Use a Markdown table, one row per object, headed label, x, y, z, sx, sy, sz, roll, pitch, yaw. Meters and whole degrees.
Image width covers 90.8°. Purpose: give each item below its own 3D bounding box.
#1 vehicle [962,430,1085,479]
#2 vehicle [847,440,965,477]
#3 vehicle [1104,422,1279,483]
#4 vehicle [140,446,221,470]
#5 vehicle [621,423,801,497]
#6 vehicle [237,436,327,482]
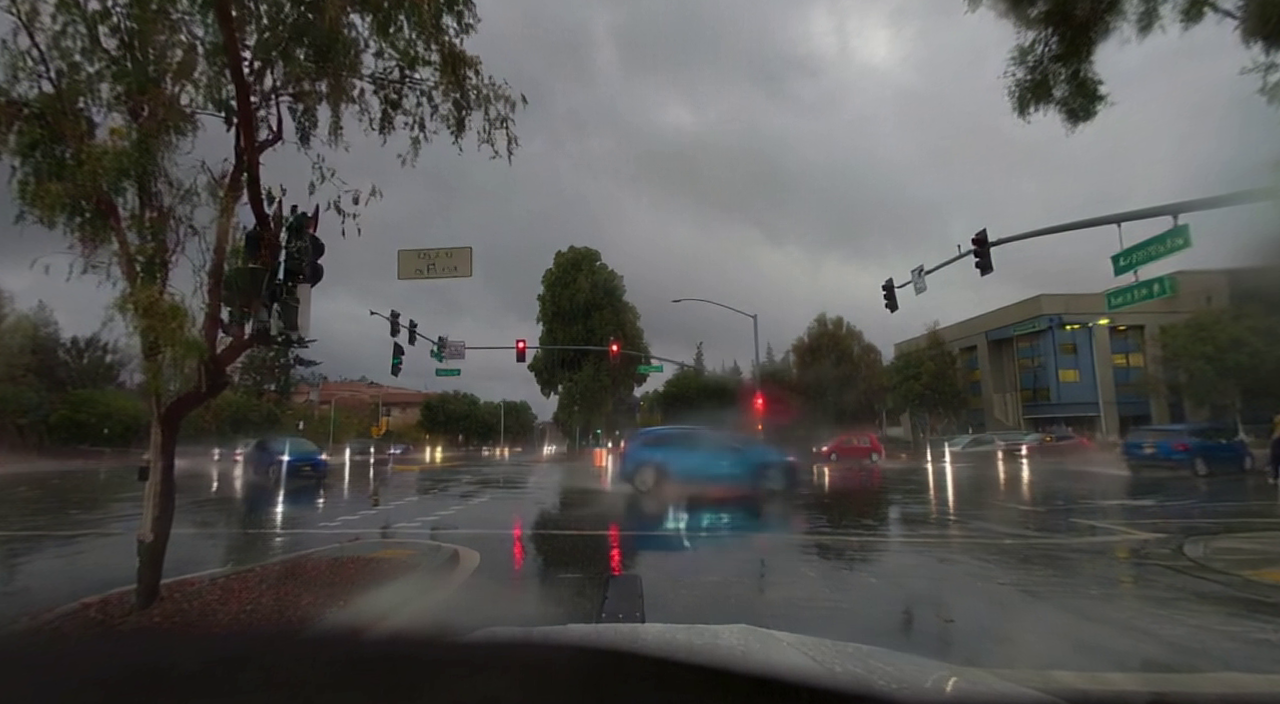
| label | x | y | z | sx | sy | sz | roll | pitch | yaw |
| --- | --- | --- | --- | --- | --- | --- | --- | --- | --- |
| vehicle | 15.271 | 4.033 | 25.103 | 4.742 | 1.762 | 2.180 | 5 | -10 | -33 |
| vehicle | 11.566 | 4.627 | 27.573 | 4.317 | 1.491 | 1.896 | 1 | -9 | -10 |
| vehicle | 18.726 | 3.329 | 21.231 | 6.196 | 1.777 | 2.457 | 4 | -9 | -28 |
| vehicle | -31.231 | 7.214 | 43.201 | 1.892 | 1.525 | 5.171 | 0 | -8 | -3 |
| vehicle | 1.848 | 2.880 | 17.040 | 4.509 | 1.821 | 2.066 | -1 | -8 | 6 |
| vehicle | -13.545 | 3.980 | 23.793 | 2.007 | 1.540 | 4.312 | 7 | -11 | -40 |
